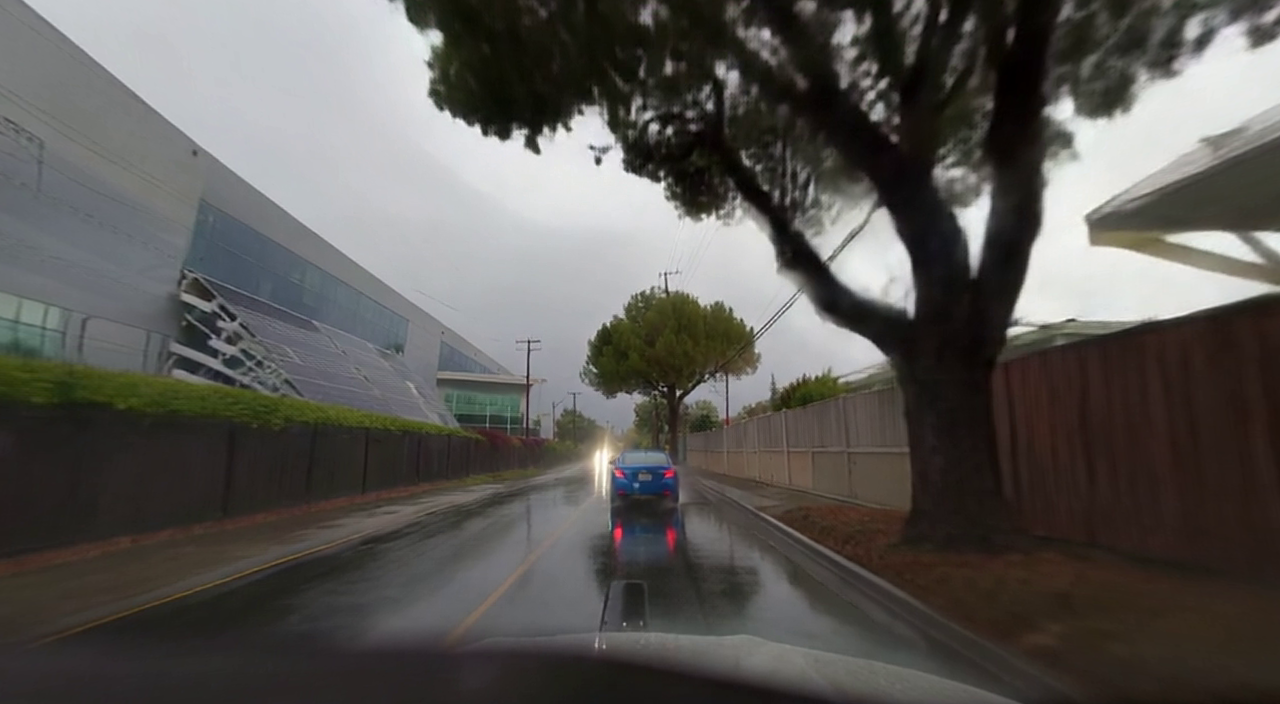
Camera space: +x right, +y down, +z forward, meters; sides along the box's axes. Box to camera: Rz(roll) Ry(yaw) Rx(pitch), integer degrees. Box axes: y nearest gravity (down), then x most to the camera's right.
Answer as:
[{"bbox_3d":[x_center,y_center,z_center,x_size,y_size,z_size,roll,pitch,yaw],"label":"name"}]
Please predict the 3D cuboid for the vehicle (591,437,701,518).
[{"bbox_3d":[0.094,2.650,13.900,2.060,1.487,3.920,0,-8,-1],"label":"vehicle"}]
